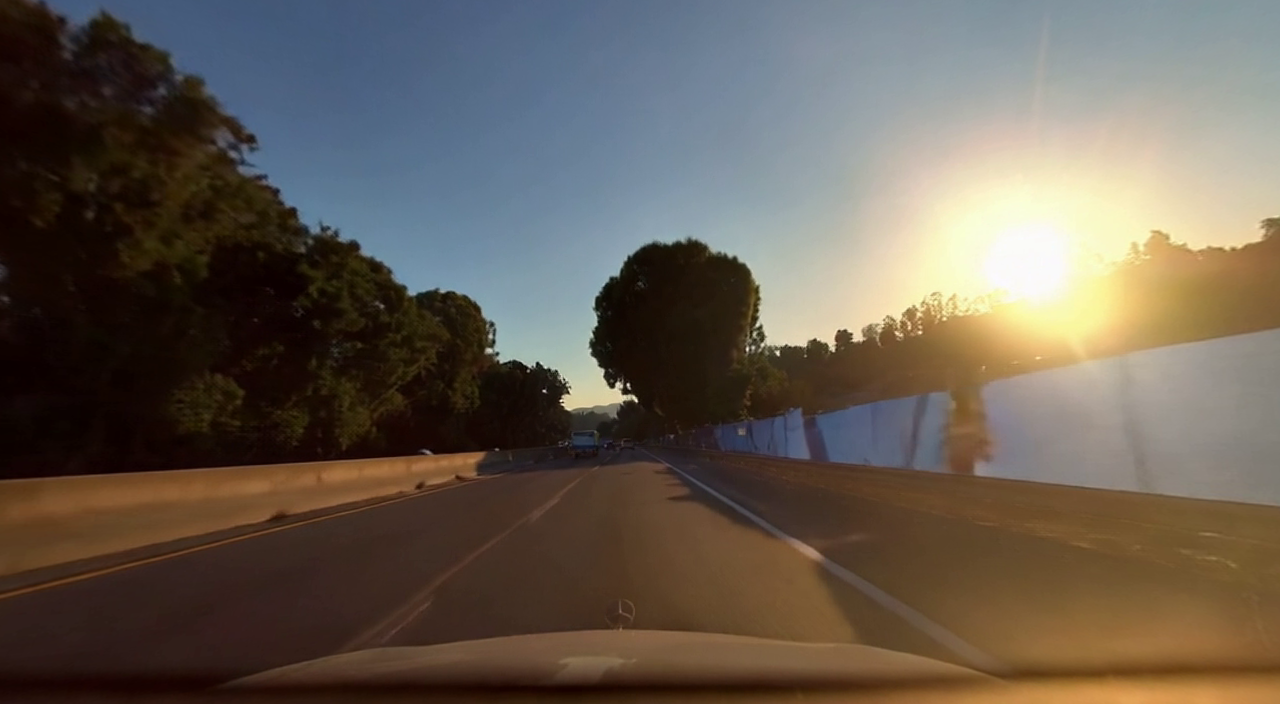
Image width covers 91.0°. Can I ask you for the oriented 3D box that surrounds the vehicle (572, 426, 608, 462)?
[{"bbox_3d":[-3.846,7.200,49.361,2.484,2.625,5.907,0,-8,-1],"label":"vehicle"}]
